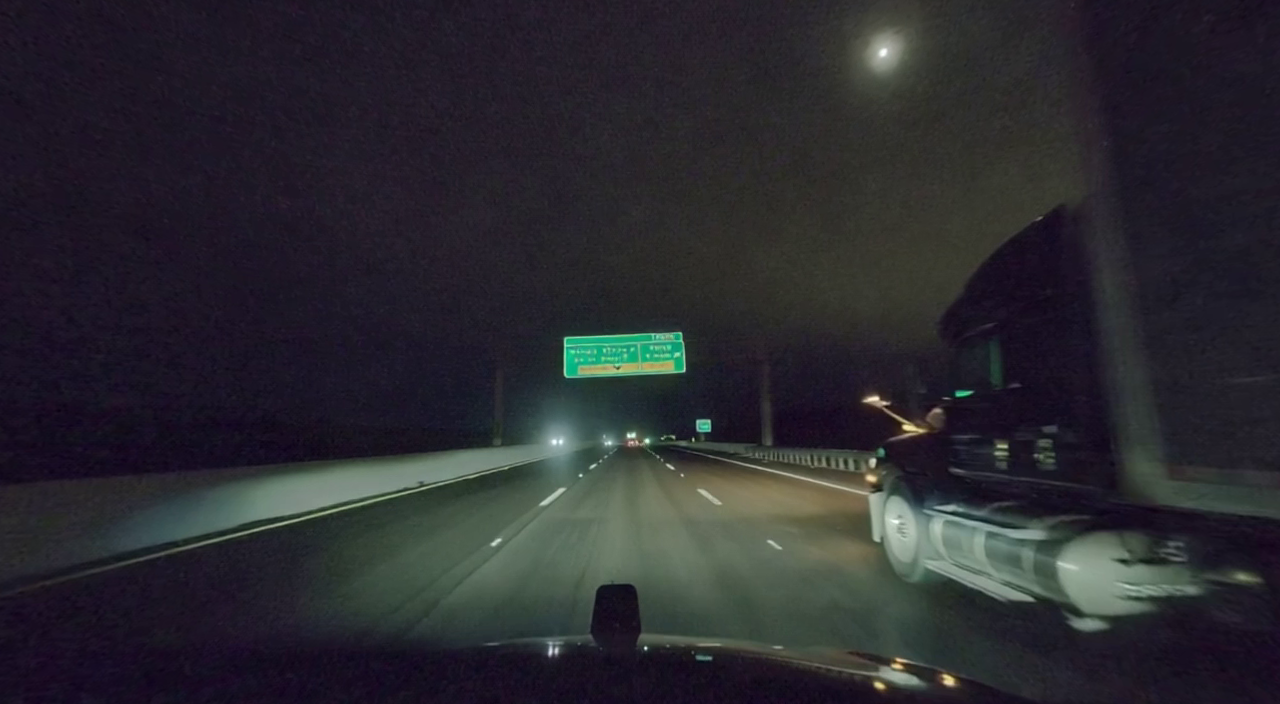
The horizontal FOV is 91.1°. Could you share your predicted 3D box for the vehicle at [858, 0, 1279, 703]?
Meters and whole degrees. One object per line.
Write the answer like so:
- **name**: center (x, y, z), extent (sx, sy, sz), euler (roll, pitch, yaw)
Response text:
- **vehicle**: center (4.169, -0.264, 2.696), extent (3.246, 4.187, 8.893), euler (1, -8, 0)
